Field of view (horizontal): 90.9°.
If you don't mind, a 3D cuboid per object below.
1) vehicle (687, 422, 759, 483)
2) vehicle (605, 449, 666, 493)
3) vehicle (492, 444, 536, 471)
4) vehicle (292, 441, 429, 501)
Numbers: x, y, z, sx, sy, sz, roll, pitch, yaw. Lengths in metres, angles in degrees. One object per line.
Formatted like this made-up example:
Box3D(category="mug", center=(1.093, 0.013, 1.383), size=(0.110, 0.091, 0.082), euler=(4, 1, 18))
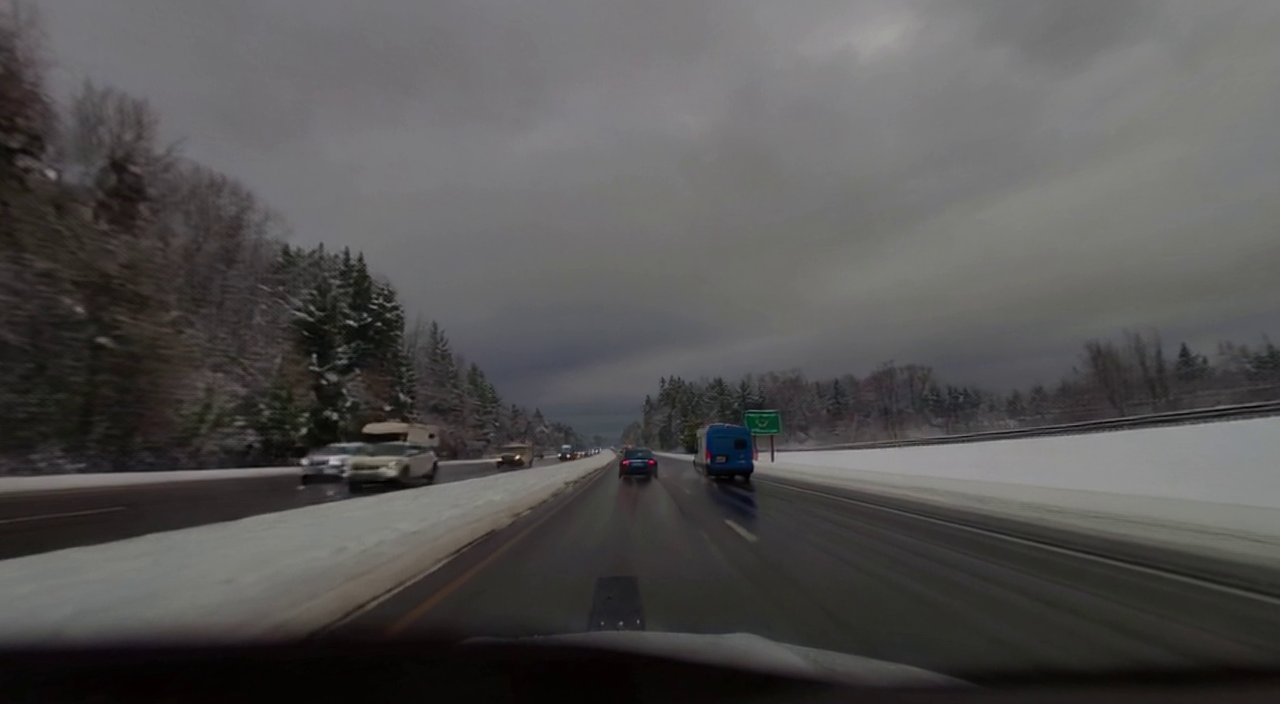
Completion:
Box3D(category="vehicle", center=(3.853, 4.886, 30.650), size=(2.513, 2.633, 5.930), euler=(0, -9, -1))
Box3D(category="vehicle", center=(-0.189, 4.295, 23.063), size=(2.037, 1.417, 3.885), euler=(0, -9, -1))
Box3D(category="vehicle", center=(-7.844, 6.606, 39.629), size=(1.914, 1.609, 4.184), euler=(0, -9, 0))
Box3D(category="vehicle", center=(-7.686, 3.312, 17.884), size=(1.888, 1.466, 4.355), euler=(0, -9, 0))
